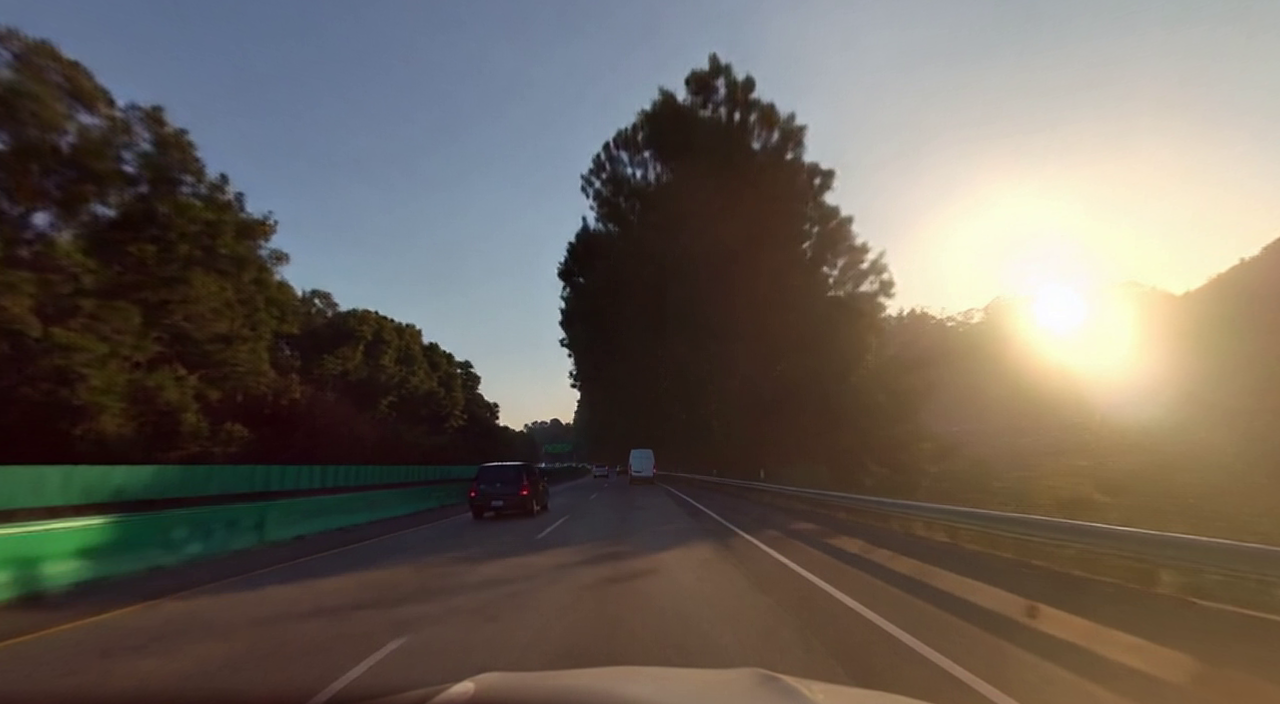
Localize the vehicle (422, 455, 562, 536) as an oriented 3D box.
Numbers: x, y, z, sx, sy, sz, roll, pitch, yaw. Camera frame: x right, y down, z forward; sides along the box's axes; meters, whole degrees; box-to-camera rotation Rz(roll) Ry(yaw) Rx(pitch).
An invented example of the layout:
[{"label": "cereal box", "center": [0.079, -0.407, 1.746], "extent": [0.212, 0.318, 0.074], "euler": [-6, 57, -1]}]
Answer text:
[{"label": "vehicle", "center": [-3.090, 3.134, 14.217], "extent": [2.038, 1.490, 4.391], "euler": [1, -10, 1]}]
